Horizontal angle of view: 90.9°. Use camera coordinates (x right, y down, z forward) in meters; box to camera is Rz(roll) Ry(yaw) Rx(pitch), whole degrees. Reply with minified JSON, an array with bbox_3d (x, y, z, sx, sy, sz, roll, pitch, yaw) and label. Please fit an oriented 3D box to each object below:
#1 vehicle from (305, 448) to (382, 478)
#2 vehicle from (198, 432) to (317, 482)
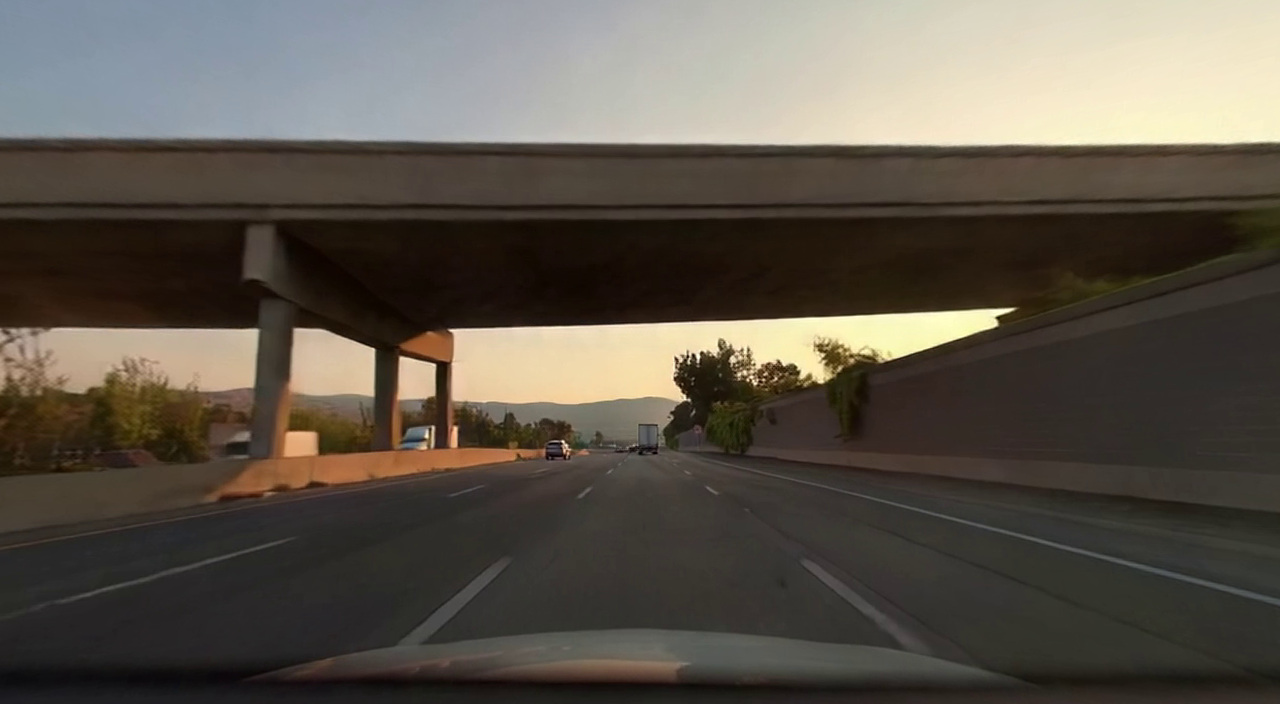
[{"bbox_3d":[-16.170,6.068,34.696,1.937,1.470,4.632,0,-8,1],"label":"vehicle"},{"bbox_3d":[-20.213,5.577,33.830,2.480,2.433,6.048,0,-8,1],"label":"vehicle"}]
